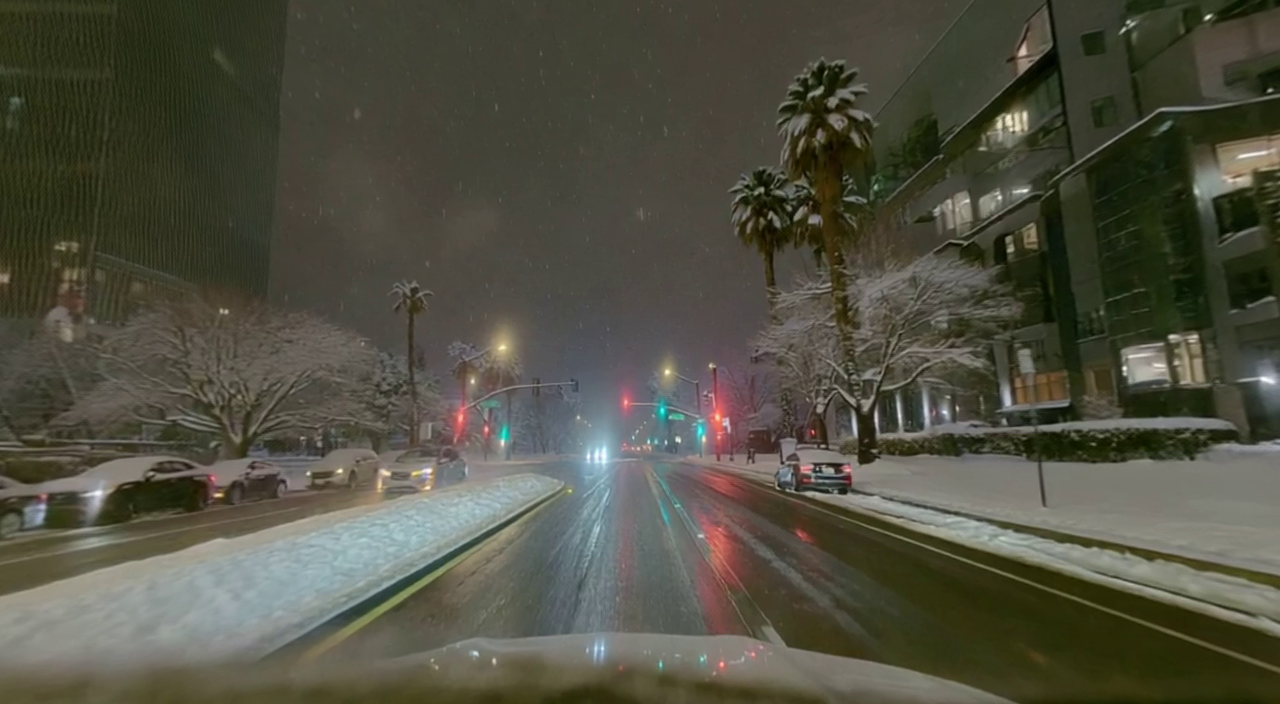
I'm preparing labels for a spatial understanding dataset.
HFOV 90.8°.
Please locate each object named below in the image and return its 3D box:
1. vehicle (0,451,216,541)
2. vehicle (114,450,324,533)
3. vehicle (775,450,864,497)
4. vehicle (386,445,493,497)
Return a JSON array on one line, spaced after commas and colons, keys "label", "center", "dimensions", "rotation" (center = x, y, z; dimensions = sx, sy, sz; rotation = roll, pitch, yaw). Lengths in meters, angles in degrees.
[{"label": "vehicle", "center": [-13.308, 3.524, 16.133], "dimensions": [1.993, 1.706, 4.469], "rotation": [-6, -8, -2]}, {"label": "vehicle", "center": [-9.938, 3.266, 15.522], "dimensions": [1.952, 1.531, 4.750], "rotation": [-4, -8, 0]}, {"label": "vehicle", "center": [5.655, 3.855, 20.387], "dimensions": [1.784, 1.350, 3.677], "rotation": [0, -8, 0]}, {"label": "vehicle", "center": [-6.502, 3.882, 21.090], "dimensions": [2.069, 1.512, 4.406], "rotation": [0, -8, 1]}]
